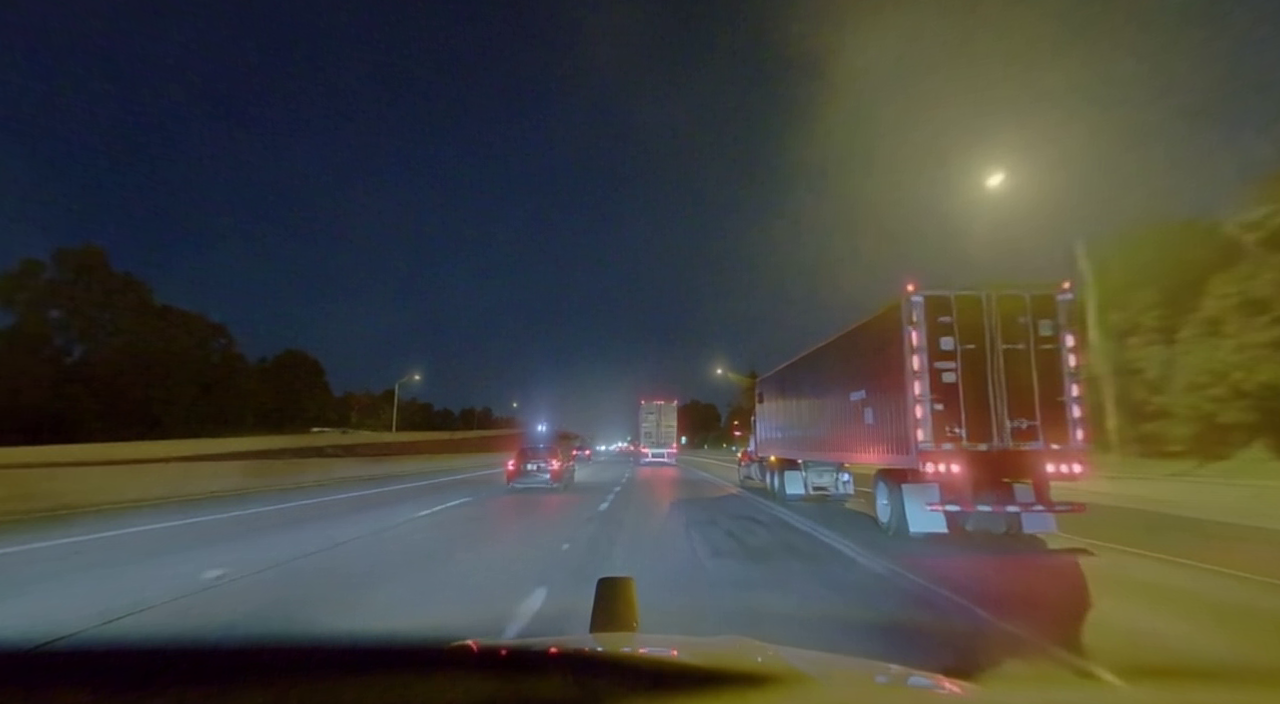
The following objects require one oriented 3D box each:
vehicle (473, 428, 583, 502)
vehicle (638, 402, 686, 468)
[{"bbox_3d":[-2.807,2.967,16.974,2.077,1.716,4.514,0,-9,1],"label":"vehicle"},{"bbox_3d":[1.462,5.896,44.385,2.964,4.063,10.072,0,-9,1],"label":"vehicle"}]
